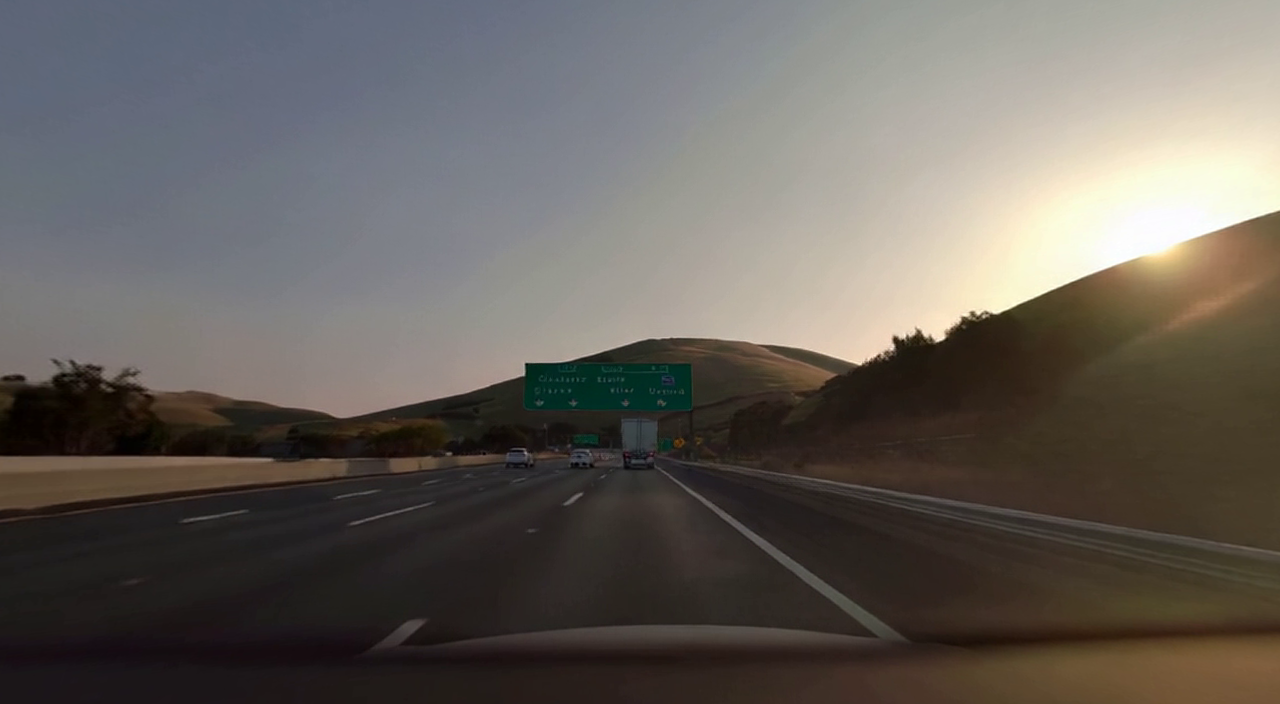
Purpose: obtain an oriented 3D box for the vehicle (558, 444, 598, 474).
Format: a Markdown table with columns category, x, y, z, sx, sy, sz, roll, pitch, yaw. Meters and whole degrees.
| category | x | y | z | sx | sy | sz | roll | pitch | yaw |
| --- | --- | --- | --- | --- | --- | --- | --- | --- | --- |
| vehicle | -3.873 | 6.727 | 39.887 | 2.053 | 1.746 | 4.508 | 0 | -9 | 0 |
